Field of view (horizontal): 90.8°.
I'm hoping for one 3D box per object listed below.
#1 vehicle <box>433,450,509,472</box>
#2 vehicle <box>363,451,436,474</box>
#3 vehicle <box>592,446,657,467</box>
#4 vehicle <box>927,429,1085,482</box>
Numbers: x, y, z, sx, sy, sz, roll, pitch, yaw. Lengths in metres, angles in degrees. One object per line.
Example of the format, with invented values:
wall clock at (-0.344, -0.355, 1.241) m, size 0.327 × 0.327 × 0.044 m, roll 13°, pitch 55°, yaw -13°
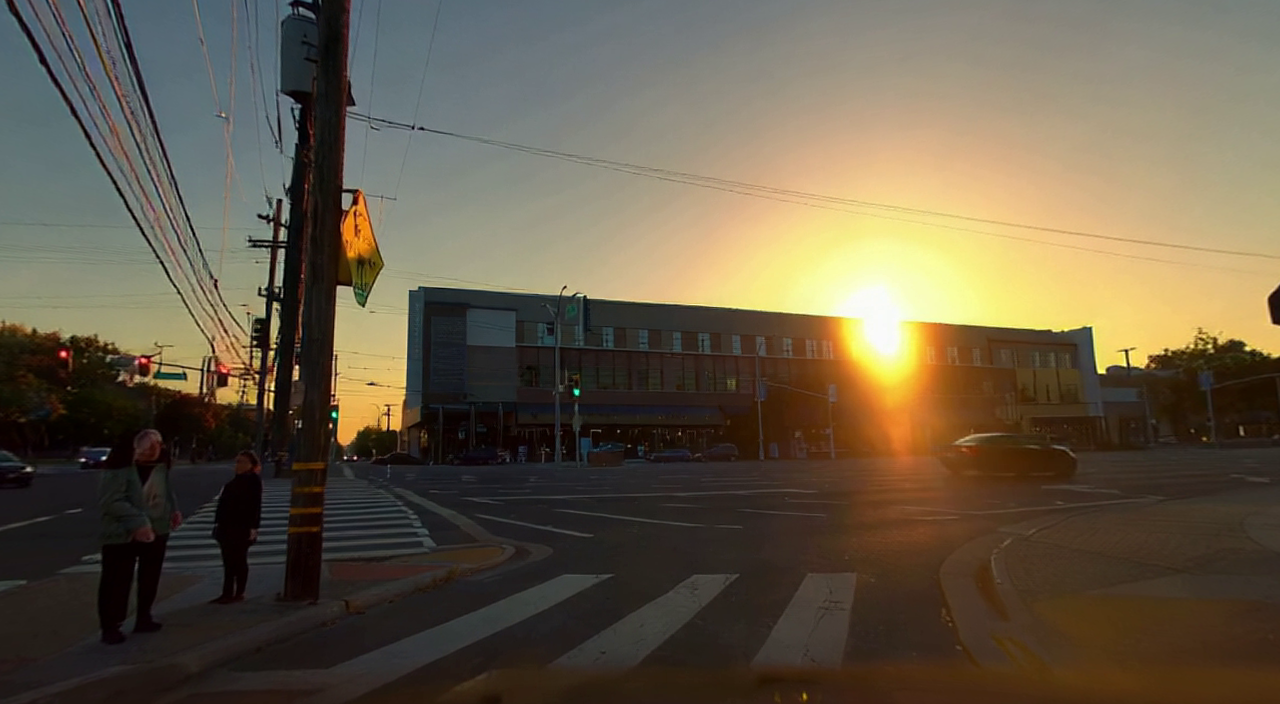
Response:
vehicle at (-11.802, 7.560, 44.133) m, size 4.837 × 1.407 × 1.818 m, roll 4°, pitch -9°, yaw -26°
vehicle at (-17.177, 7.855, 45.117) m, size 4.623 × 1.471 × 1.805 m, roll 4°, pitch -9°, yaw -25°
vehicle at (-1.145, 7.551, 45.814) m, size 4.391 × 1.451 × 1.717 m, roll 4°, pitch -9°, yaw -26°
vehicle at (12.409, 3.493, 21.492) m, size 4.530 × 1.648 × 2.075 m, roll 3°, pitch -9°, yaw -19°
